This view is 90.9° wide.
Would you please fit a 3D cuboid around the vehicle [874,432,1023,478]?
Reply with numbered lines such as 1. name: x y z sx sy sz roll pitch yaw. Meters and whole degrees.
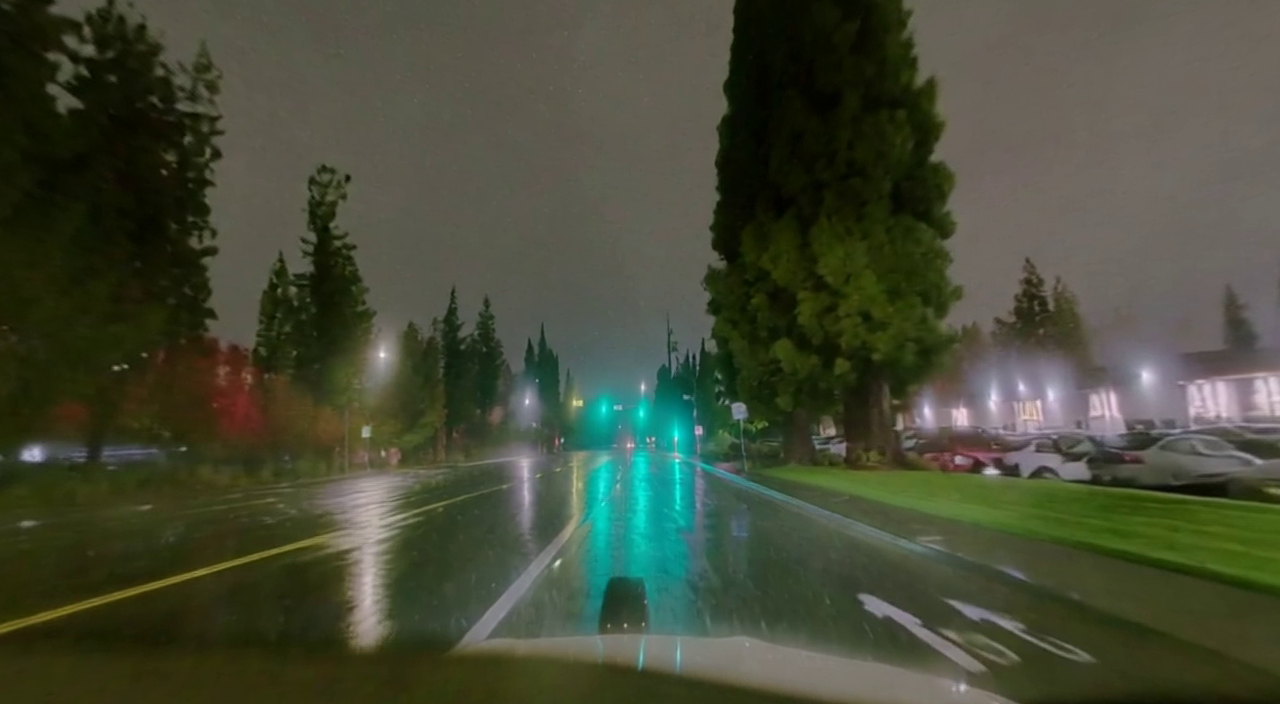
1. vehicle: 11.308 3.793 23.371 4.522 1.499 1.871 1 -9 2

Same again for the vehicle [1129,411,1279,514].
1. vehicle: 10.862 1.777 10.438 3.933 1.521 1.865 0 -8 -1
